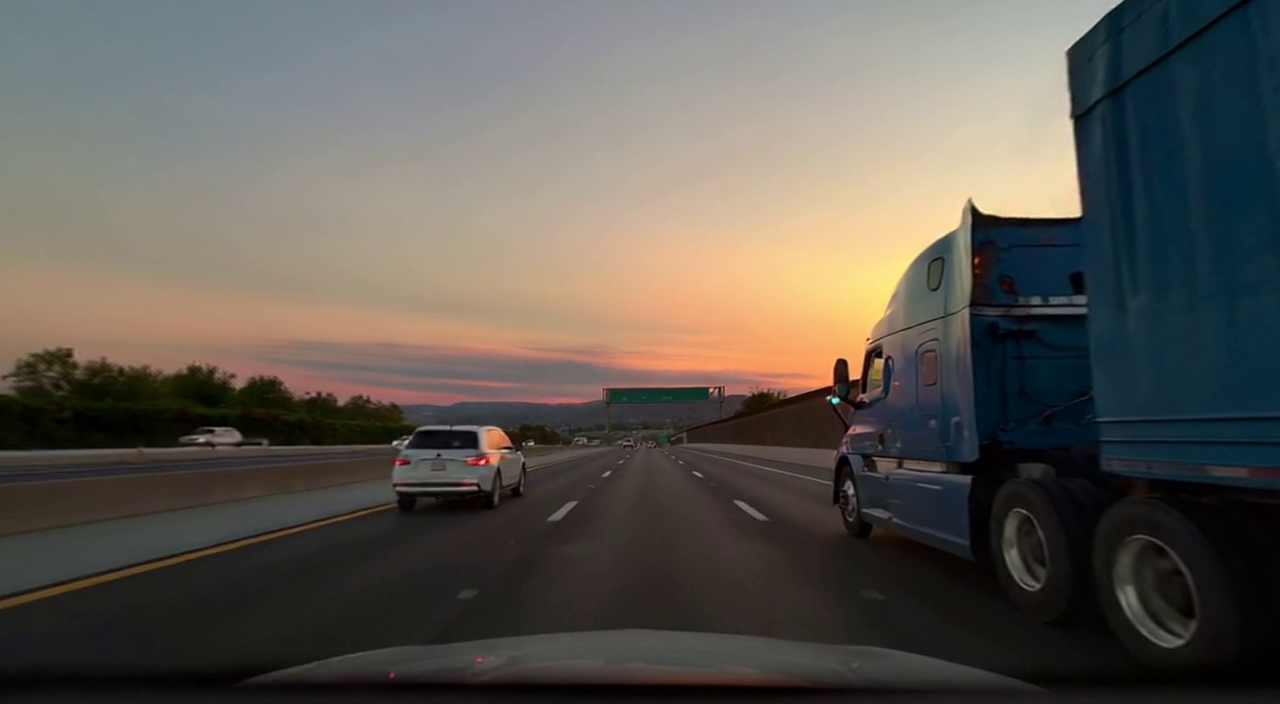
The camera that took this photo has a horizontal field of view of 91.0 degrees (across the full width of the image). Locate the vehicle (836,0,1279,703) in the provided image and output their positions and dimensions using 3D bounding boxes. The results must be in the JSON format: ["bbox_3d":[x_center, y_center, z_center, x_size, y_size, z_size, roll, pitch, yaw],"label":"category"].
[{"bbox_3d":[3.938,-0.529,0.983,2.989,4.067,13.991,0,-8,1],"label":"vehicle"}]

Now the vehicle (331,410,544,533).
[{"bbox_3d":[-3.199,2.005,11.188,2.189,1.707,4.692,0,-8,0],"label":"vehicle"}]
